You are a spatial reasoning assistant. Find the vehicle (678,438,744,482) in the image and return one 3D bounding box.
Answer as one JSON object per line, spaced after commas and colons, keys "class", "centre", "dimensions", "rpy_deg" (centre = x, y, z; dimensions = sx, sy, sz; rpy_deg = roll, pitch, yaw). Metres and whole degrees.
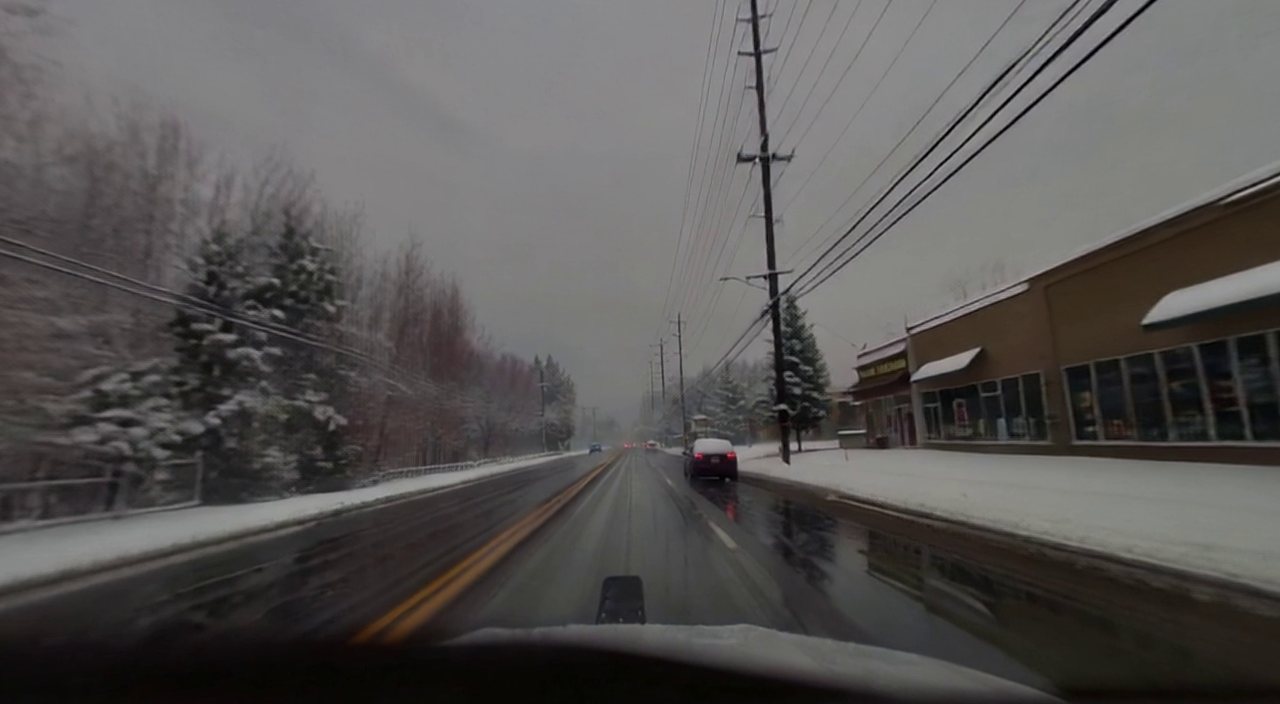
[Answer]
{"class": "vehicle", "centre": [2.593, 4.037, 23.821], "dimensions": [1.975, 1.497, 3.647], "rpy_deg": [0, -9, -1]}
